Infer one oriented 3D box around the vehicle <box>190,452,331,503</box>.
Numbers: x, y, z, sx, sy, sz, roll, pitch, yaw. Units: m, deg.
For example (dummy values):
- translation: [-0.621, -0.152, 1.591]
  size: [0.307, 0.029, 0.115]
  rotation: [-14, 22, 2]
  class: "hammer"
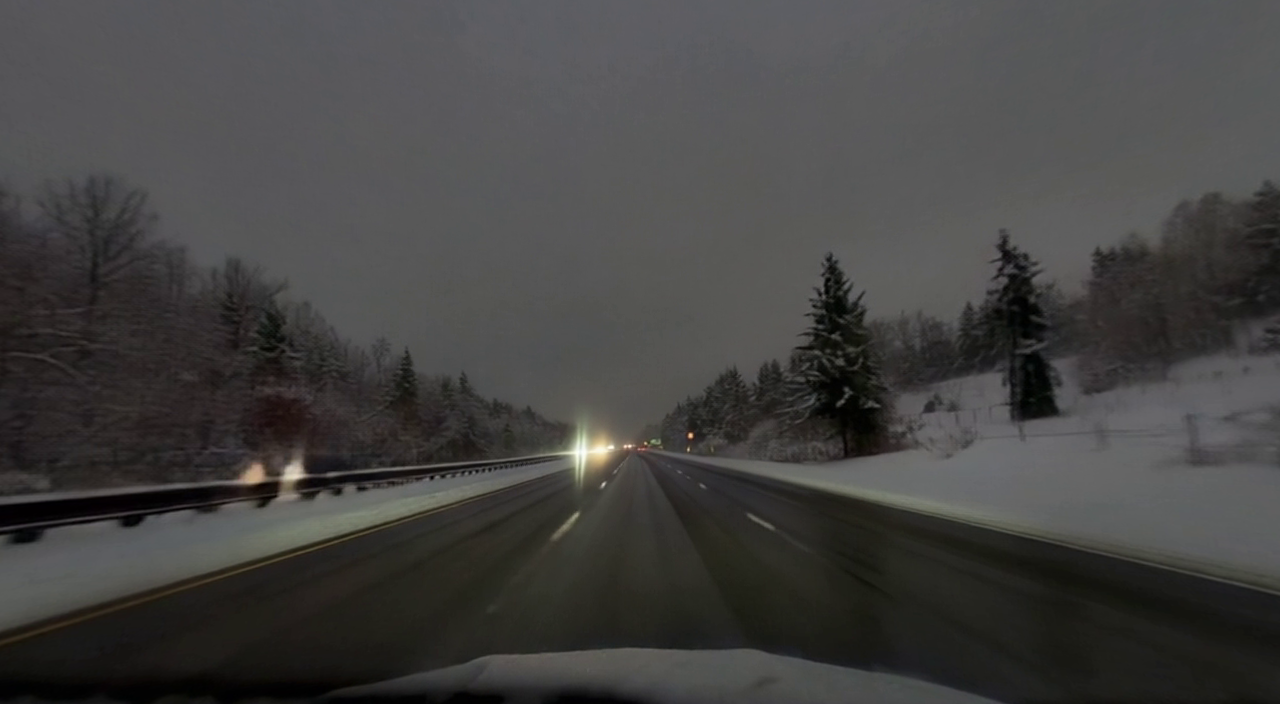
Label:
- translation: [-12.346, 4.076, 20.928]
  size: [1.944, 1.473, 4.398]
  rotation: [0, -9, 0]
  class: "vehicle"
